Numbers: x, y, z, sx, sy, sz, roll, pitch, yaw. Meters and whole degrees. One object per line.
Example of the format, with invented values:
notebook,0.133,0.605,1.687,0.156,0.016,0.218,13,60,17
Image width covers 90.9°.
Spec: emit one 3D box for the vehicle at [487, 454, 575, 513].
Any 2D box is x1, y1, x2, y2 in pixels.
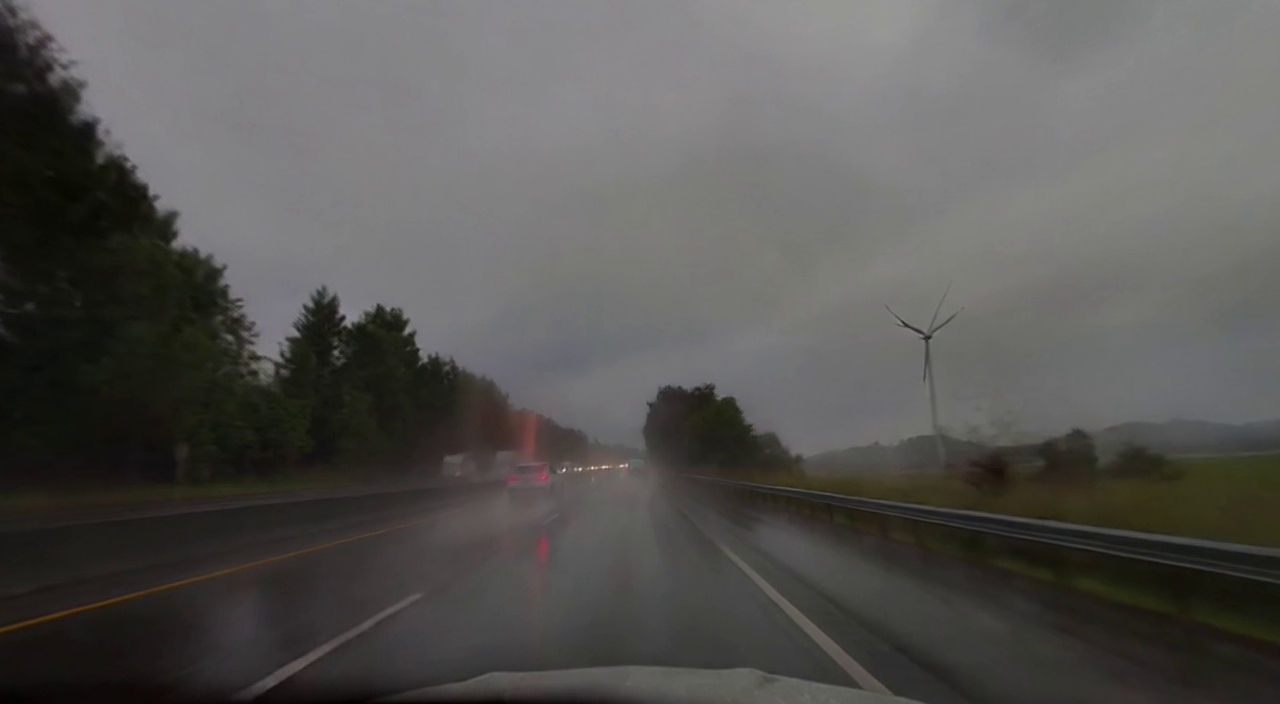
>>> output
vehicle,-3.508,4.386,21.265,2.124,1.705,4.440,1,-11,1
